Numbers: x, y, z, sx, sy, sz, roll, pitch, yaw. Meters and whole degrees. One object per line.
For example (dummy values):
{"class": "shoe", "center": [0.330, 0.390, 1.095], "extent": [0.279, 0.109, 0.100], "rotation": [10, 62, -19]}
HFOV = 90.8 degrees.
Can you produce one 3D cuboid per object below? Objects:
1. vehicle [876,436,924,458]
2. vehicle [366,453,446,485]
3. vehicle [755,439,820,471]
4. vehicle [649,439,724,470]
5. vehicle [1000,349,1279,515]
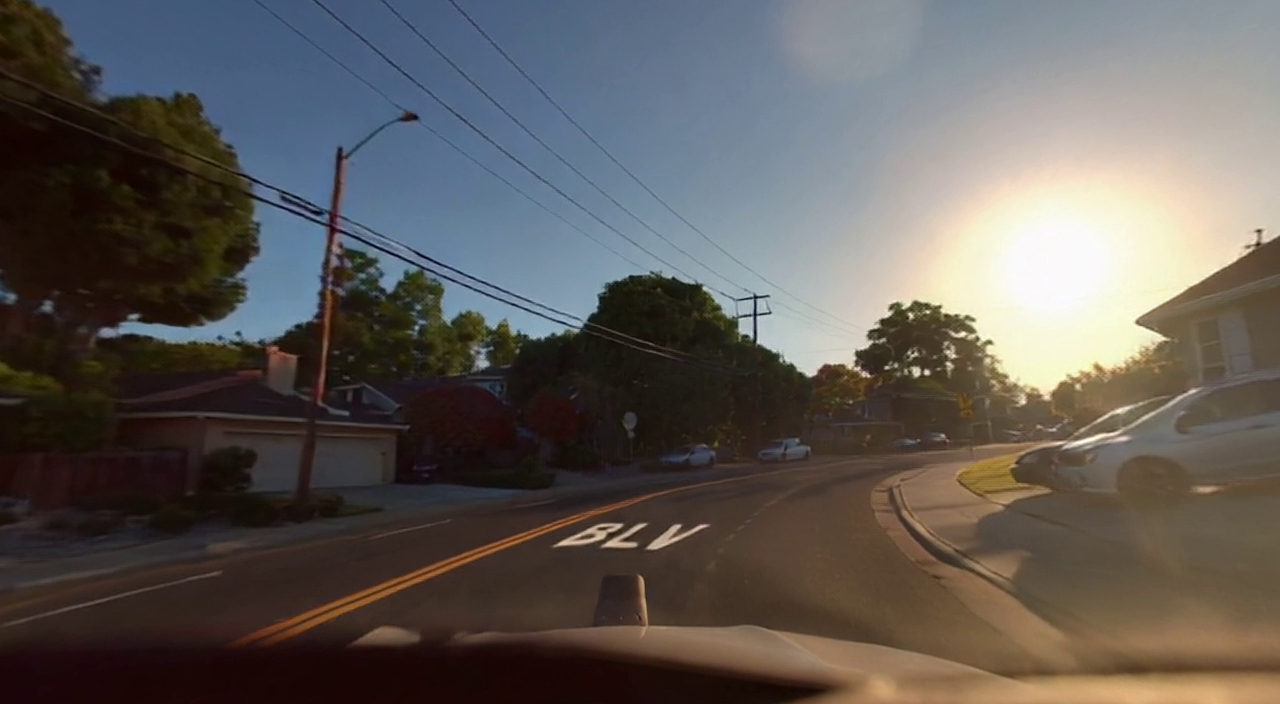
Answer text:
{"class": "vehicle", "center": [20.550, 7.482, 49.831], "extent": [4.110, 1.539, 1.971], "rotation": [11, -13, -44]}
{"class": "vehicle", "center": [-11.899, 5.902, 32.103], "extent": [3.697, 1.489, 1.842], "rotation": [-5, -10, 32]}
{"class": "vehicle", "center": [9.066, 6.344, 38.631], "extent": [2.056, 1.726, 4.463], "rotation": [-10, -15, 37]}
{"class": "vehicle", "center": [2.892, 6.539, 40.486], "extent": [2.155, 1.802, 4.758], "rotation": [7, -11, -36]}
{"class": "vehicle", "center": [8.102, 1.110, 8.705], "extent": [5.011, 2.014, 2.056], "rotation": [-2, -9, 17]}
